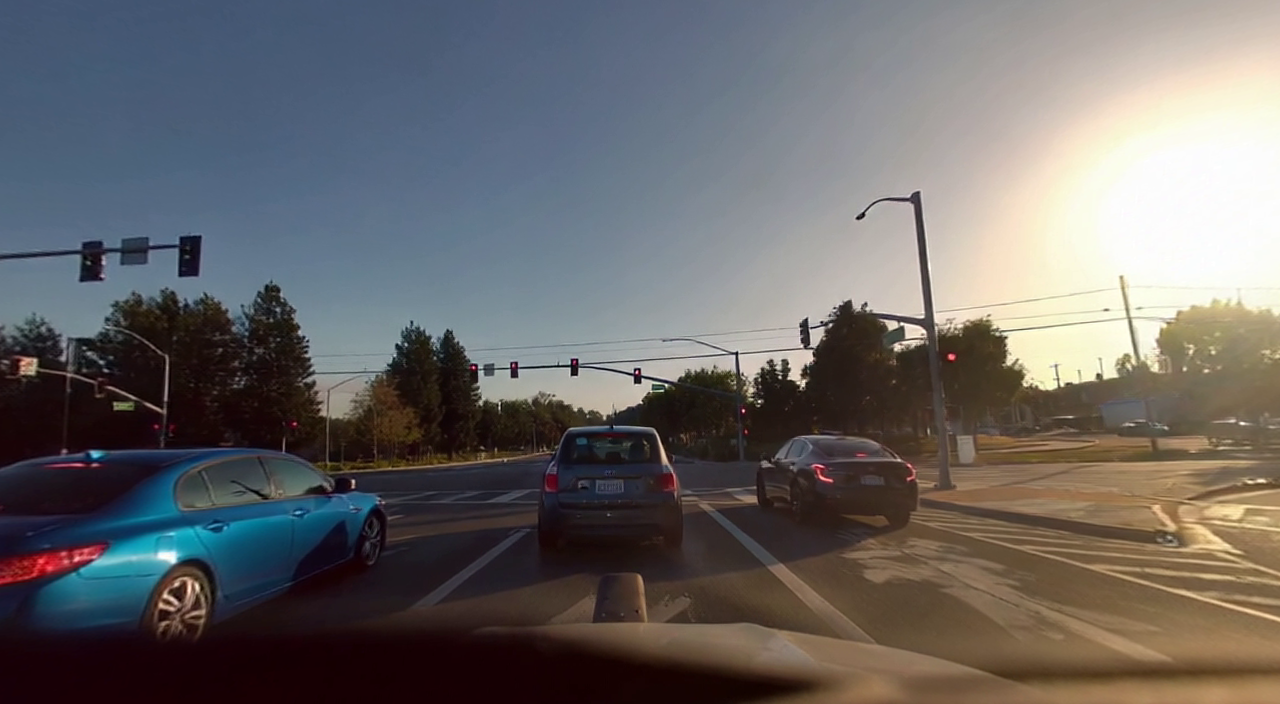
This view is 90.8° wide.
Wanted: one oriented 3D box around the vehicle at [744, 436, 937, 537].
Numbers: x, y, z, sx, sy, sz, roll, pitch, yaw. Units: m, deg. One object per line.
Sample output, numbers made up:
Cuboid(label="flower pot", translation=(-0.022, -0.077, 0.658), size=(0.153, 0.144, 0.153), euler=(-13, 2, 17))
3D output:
Cuboid(label="vehicle", translation=(3.278, 2.280, 11.414), size=(1.970, 1.449, 4.433), euler=(0, -8, -1))

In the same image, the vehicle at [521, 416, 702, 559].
Cuboid(label="vehicle", translation=(-0.342, 1.826, 9.143), size=(2.038, 1.599, 3.844), euler=(0, -8, -1))

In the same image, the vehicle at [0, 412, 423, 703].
Cuboid(label="vehicle", translation=(-3.578, 1.347, 5.150), size=(2.052, 1.472, 4.479), euler=(0, -8, 0))
